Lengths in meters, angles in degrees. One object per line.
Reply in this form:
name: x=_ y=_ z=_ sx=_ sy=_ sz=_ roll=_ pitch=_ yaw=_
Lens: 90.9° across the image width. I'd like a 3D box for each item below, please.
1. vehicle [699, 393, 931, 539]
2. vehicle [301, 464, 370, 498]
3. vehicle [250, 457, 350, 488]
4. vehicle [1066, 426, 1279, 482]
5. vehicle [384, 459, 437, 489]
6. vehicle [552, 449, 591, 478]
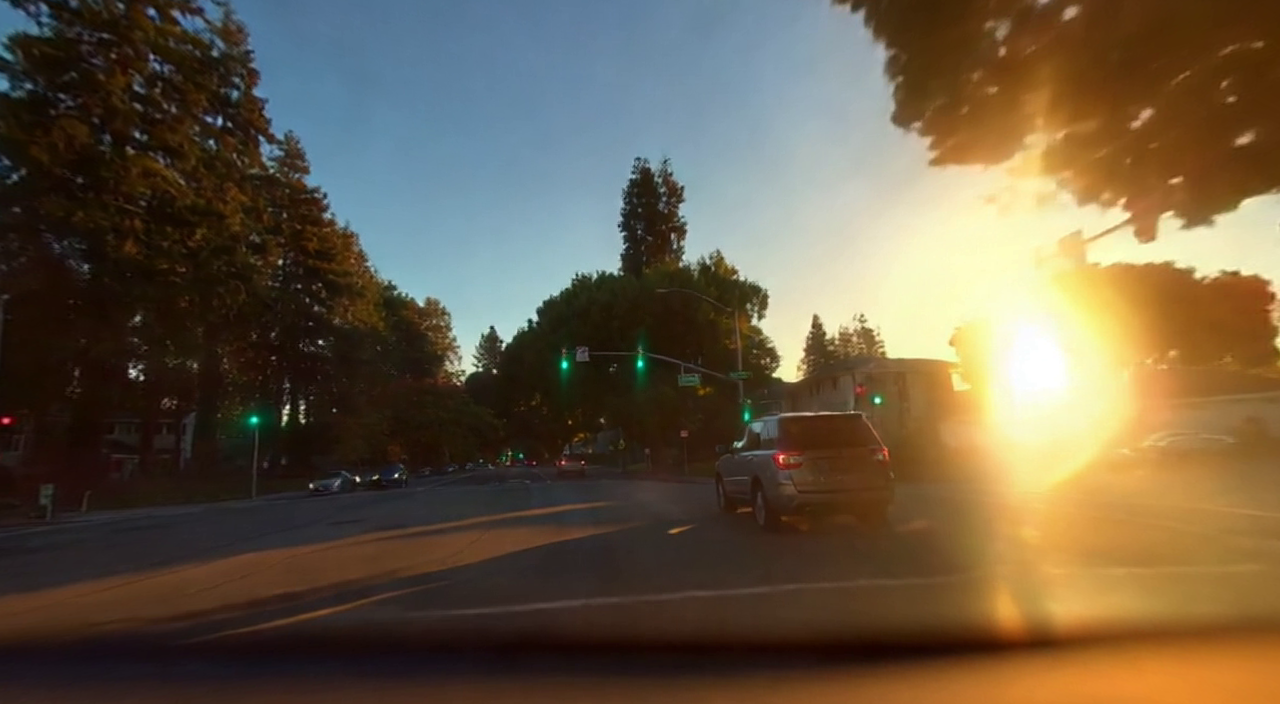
vehicle: x=2.803 y=2.036 z=11.932 sx=2.338 sy=2.063 sz=5.592 roll=0 pitch=-8 yaw=-5
vehicle: x=-16.552 y=7.005 z=34.516 sx=1.955 sy=1.509 sz=4.640 roll=-3 pitch=-9 yaw=-6
vehicle: x=-24.023 y=8.550 z=44.819 sx=5.734 sy=1.950 sz=2.287 roll=1 pitch=-8 yaw=-10
vehicle: x=15.137 y=2.911 z=18.075 sx=4.413 sy=1.449 sz=1.963 roll=0 pitch=-8 yaw=-3
vehicle: x=-13.584 y=7.220 z=37.597 sx=2.035 sy=1.475 sz=4.639 roll=0 pitch=-8 yaw=-8
vehicle: x=-4.547 y=7.278 z=41.337 sx=2.138 sy=1.729 sz=4.178 roll=1 pitch=-8 yaw=-11
